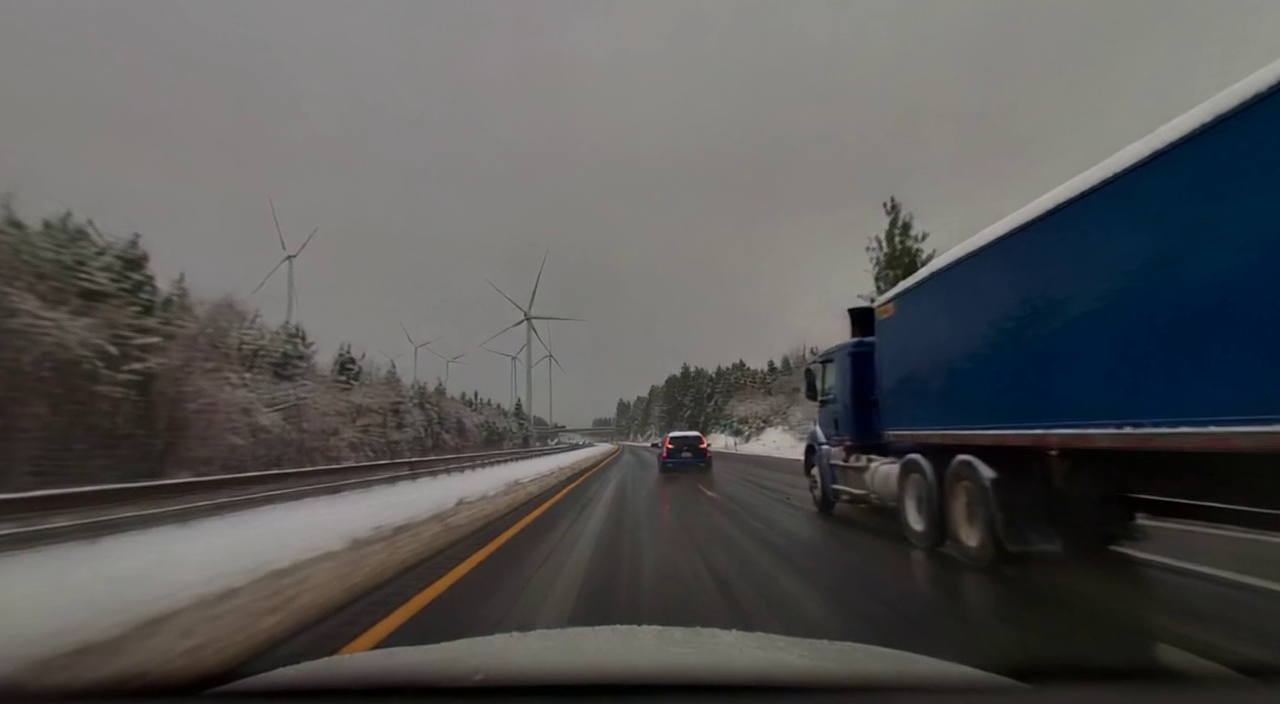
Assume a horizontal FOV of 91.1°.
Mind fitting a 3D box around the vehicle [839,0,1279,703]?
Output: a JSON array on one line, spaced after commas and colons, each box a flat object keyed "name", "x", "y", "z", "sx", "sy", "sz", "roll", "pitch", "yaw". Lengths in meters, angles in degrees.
[{"name": "vehicle", "x": 4.881, "y": -0.343, "z": 2.356, "sx": 3.129, "sy": 4.126, "sz": 14.913, "roll": 0, "pitch": -8, "yaw": -1}]

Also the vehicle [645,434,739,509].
[{"name": "vehicle", "x": 1.152, "y": 2.911, "z": 15.988, "sx": 2.038, "sy": 1.624, "sz": 4.312, "roll": 0, "pitch": -8, "yaw": 0}]
